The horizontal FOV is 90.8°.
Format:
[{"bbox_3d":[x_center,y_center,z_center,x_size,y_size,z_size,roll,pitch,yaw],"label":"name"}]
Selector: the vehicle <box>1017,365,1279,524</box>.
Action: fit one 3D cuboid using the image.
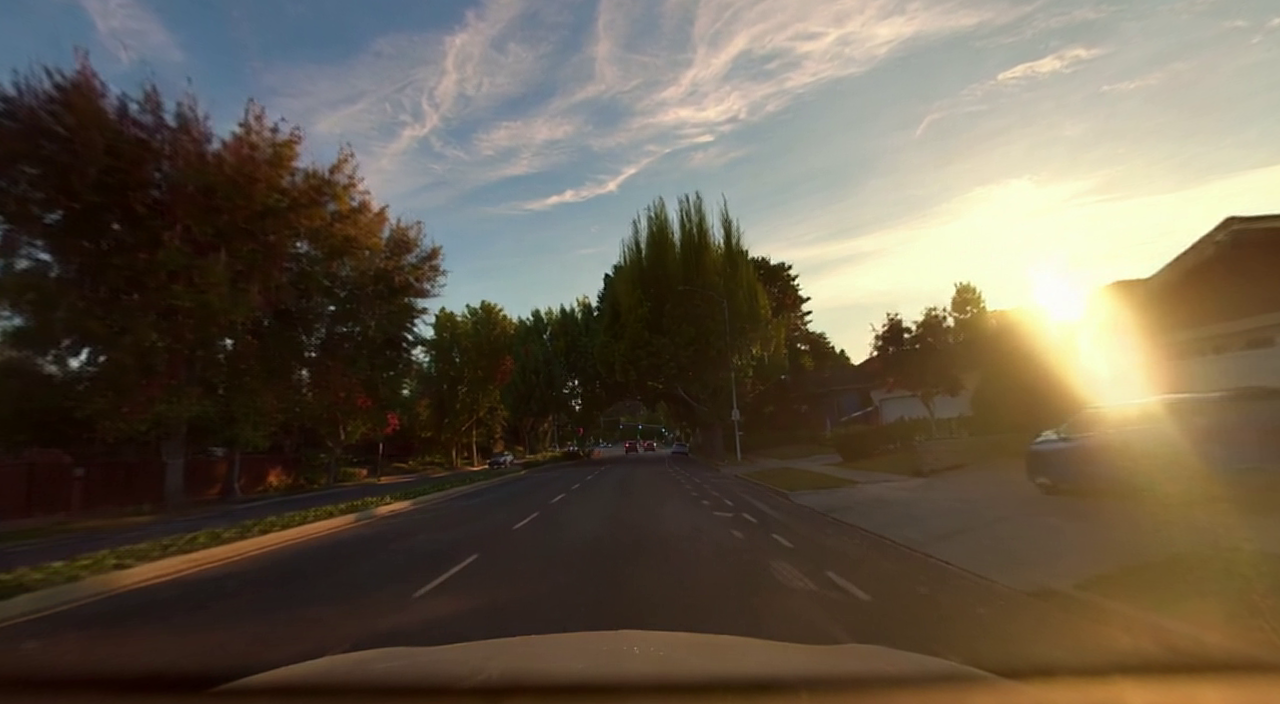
[{"bbox_3d":[8.308,1.361,9.573,2.051,1.801,4.785,-6,-9,-1],"label":"vehicle"}]
